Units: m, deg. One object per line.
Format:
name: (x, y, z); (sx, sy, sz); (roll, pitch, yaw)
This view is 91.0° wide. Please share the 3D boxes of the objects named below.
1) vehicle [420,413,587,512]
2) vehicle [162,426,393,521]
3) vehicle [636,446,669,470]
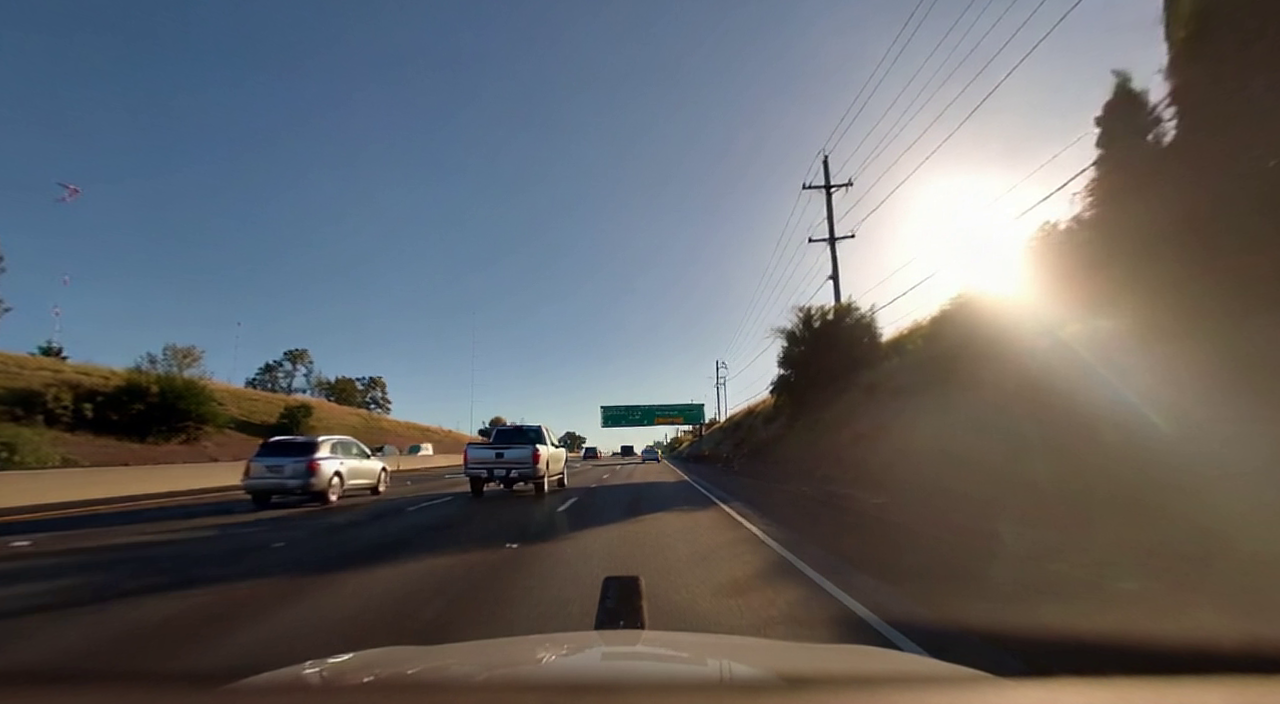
vehicle: (-3.173, 2.814, 16.569); (2.972, 2.087, 6.126); (0, -8, 1)
vehicle: (-7.475, 2.542, 13.767); (2.143, 1.688, 4.776); (0, -8, 1)
vehicle: (0.797, 7.065, 42.132); (2.025, 1.485, 4.310); (0, -8, -1)
